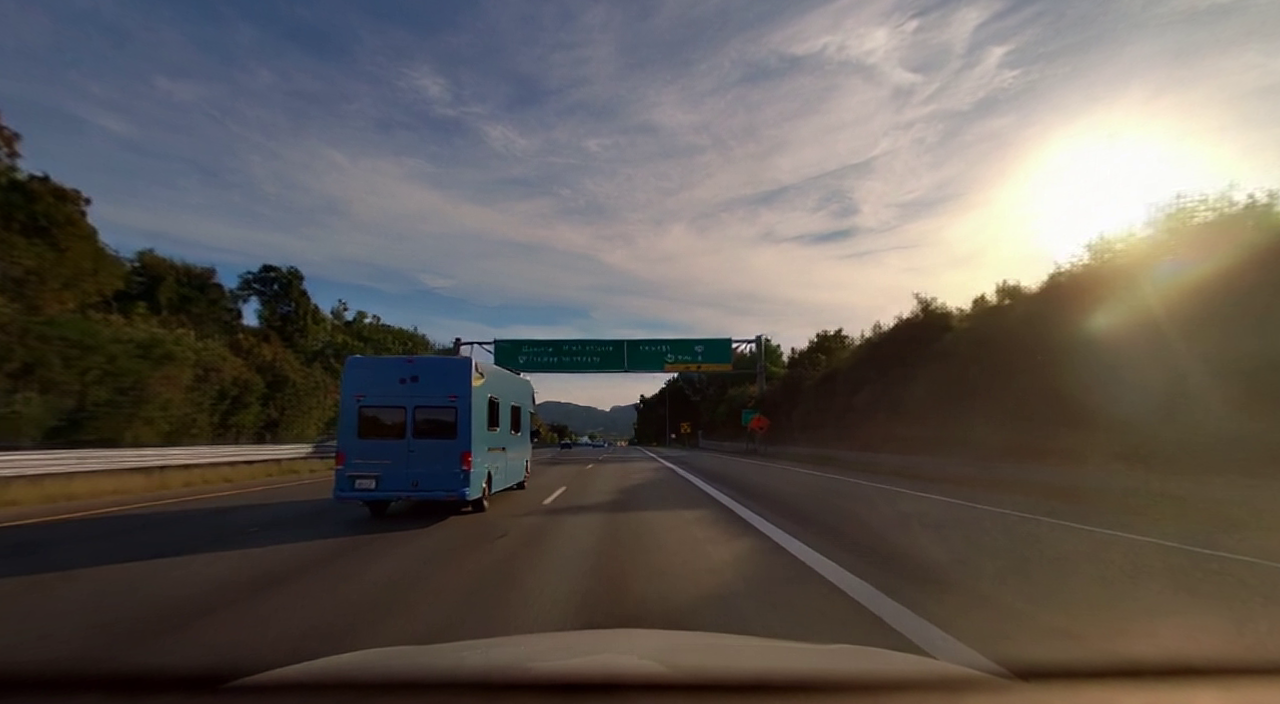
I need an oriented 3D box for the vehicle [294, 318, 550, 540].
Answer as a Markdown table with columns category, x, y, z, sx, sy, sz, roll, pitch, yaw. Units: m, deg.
| category | x | y | z | sx | sy | sz | roll | pitch | yaw |
| --- | --- | --- | --- | --- | --- | --- | --- | --- | --- |
| vehicle | -3.823 | 1.580 | 13.234 | 2.676 | 3.269 | 7.388 | -2 | -7 | 1 |
